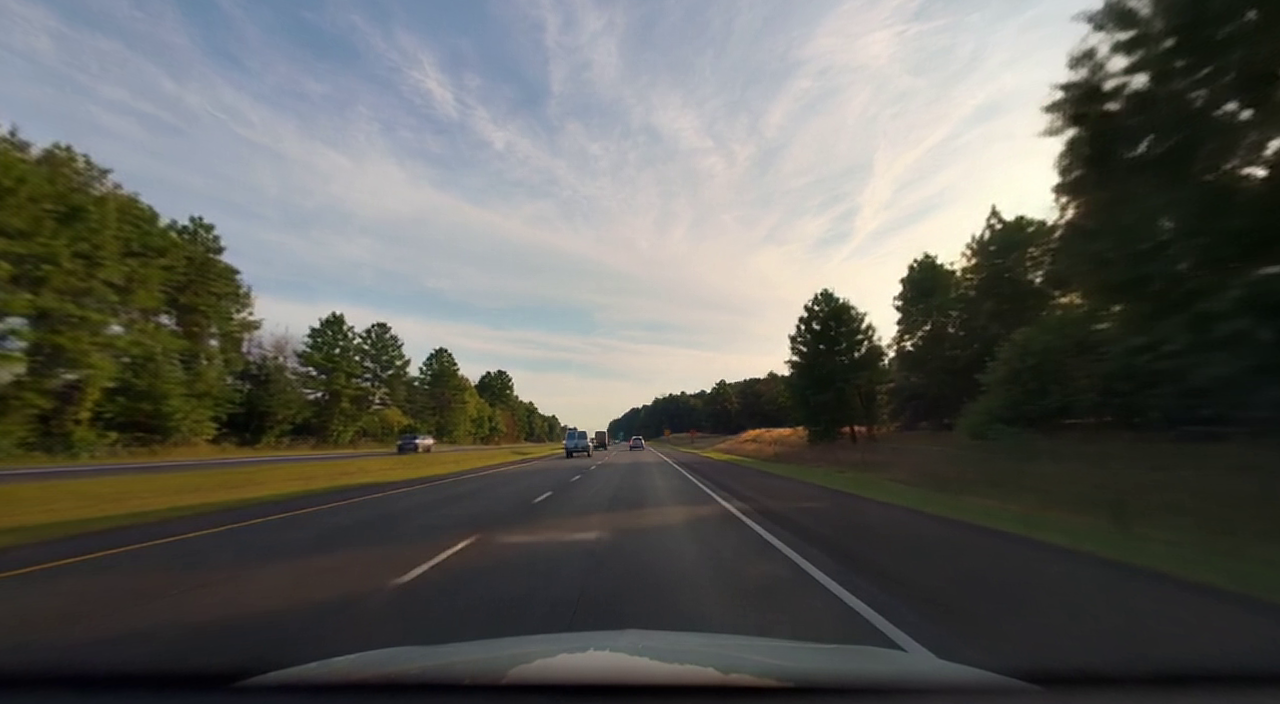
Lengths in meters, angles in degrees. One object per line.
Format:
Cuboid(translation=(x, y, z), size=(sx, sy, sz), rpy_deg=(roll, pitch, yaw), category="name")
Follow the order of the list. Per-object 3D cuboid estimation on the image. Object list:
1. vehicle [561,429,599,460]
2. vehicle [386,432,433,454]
Cuboid(translation=(-4.141, 6.503, 44.366), size=(2.241, 2.034, 4.890), rpy_deg=(0, -8, 0), category="vehicle")
Cuboid(translation=(-16.412, 6.490, 44.922), size=(1.826, 1.523, 3.971), rpy_deg=(0, -8, 1), category="vehicle")
